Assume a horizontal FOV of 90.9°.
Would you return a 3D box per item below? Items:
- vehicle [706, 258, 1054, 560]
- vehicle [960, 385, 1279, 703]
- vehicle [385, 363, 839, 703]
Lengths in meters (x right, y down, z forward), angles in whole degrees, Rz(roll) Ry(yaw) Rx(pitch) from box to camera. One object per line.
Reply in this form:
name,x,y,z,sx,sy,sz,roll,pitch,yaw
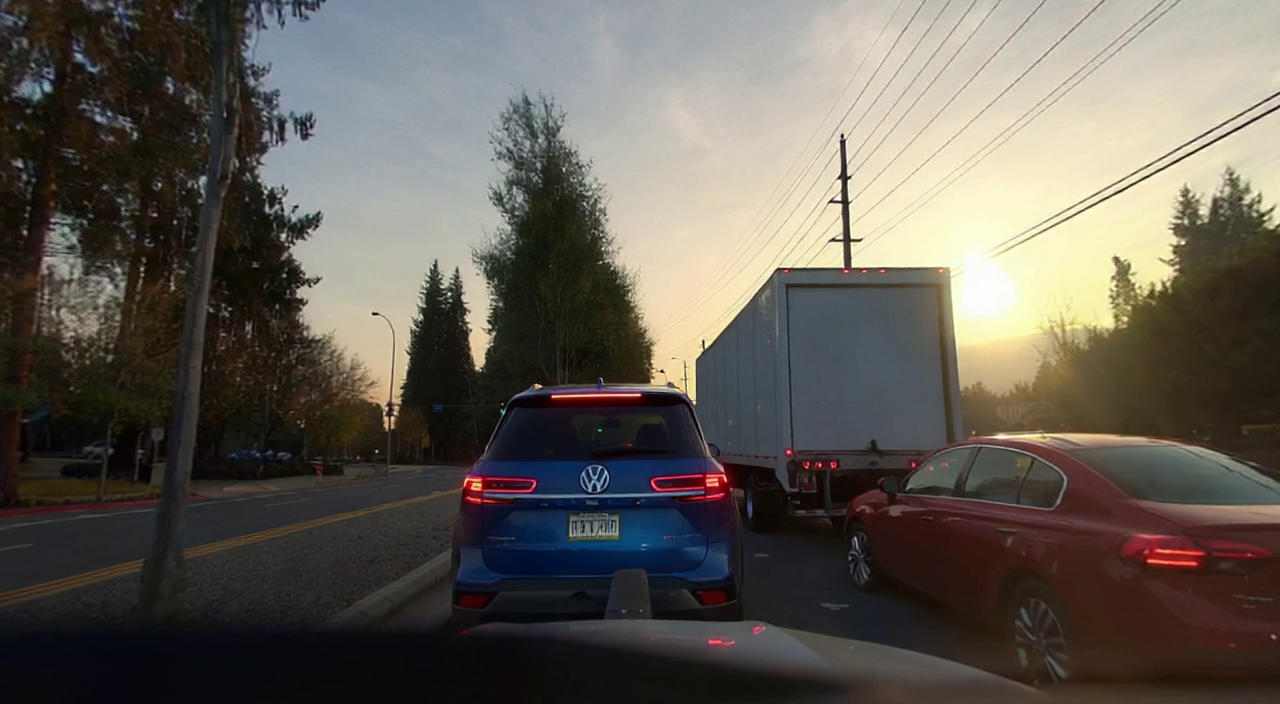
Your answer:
vehicle,3.228,1.250,11.832,2.915,3.559,8.848,0,-8,-1
vehicle,2.826,0.749,1.190,1.971,1.484,4.728,0,-8,0
vehicle,-0.127,1.227,5.134,2.114,1.732,4.230,0,-8,0
